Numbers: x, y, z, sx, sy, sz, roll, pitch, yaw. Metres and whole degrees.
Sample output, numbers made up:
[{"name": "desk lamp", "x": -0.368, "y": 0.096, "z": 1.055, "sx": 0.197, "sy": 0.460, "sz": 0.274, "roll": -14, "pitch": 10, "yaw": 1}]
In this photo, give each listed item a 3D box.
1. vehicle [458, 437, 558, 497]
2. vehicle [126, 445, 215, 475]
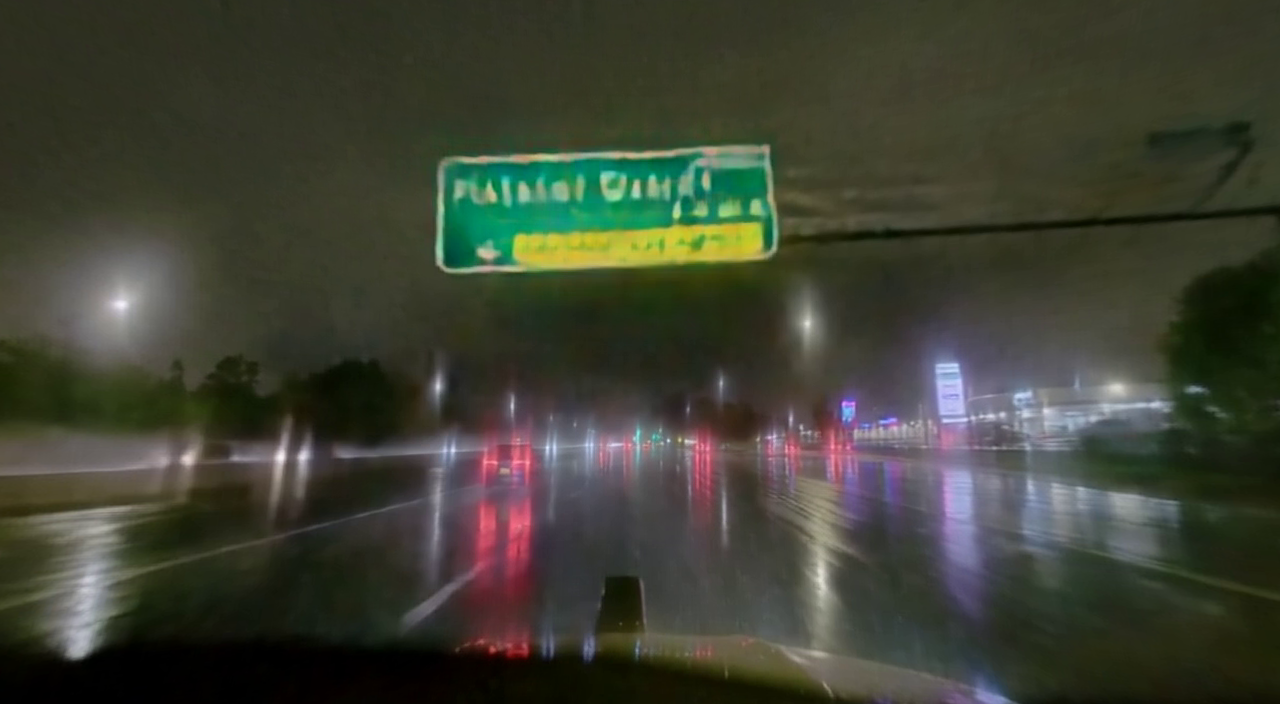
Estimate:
[{"name": "vehicle", "x": -3.666, "y": 3.275, "z": 18.387, "sx": 1.939, "sy": 1.508, "sz": 4.272, "roll": 0, "pitch": -8, "yaw": 1}, {"name": "vehicle", "x": -23.388, "y": 5.364, "z": 31.610, "sx": 1.817, "sy": 1.393, "sz": 3.398, "roll": 0, "pitch": -8, "yaw": 0}]
